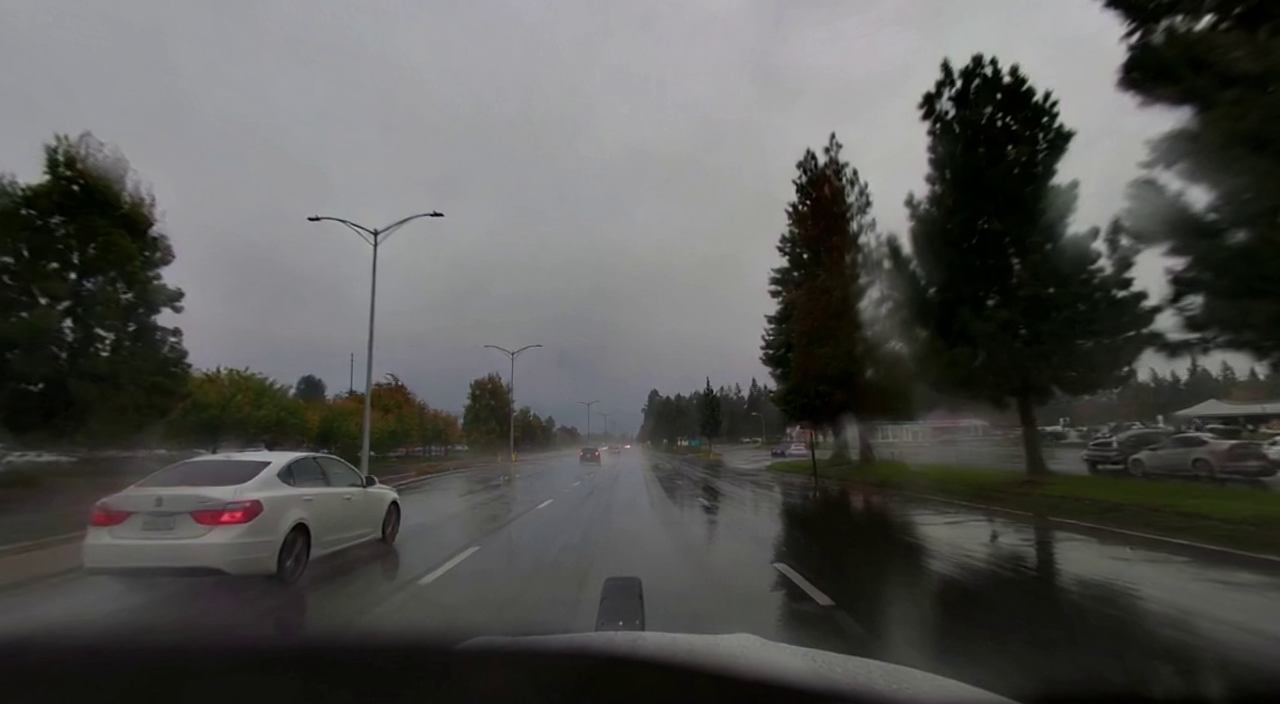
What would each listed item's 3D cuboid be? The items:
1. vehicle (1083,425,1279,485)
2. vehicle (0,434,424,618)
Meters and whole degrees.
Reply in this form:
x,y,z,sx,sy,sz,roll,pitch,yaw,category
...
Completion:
x,y,z,sx,sy,sz,roll,pitch,yaw,category
16.461,3.094,19.051,4.503,1.668,2.185,0,-9,-1,vehicle
-4.284,1.738,7.377,2.003,1.454,4.484,0,-9,-1,vehicle
